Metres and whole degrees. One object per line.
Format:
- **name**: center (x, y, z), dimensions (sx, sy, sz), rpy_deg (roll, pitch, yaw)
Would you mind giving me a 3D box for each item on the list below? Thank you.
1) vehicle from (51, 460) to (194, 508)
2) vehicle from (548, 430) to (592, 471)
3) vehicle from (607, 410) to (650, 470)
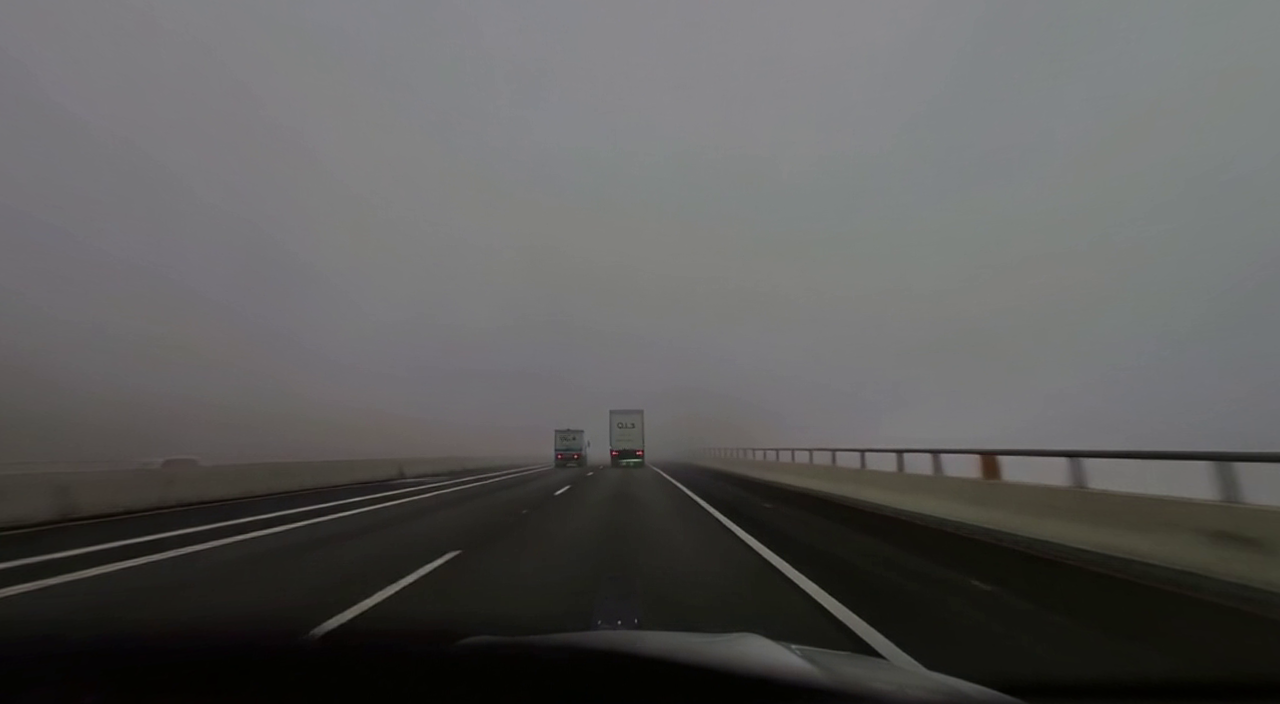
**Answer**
- **vehicle**: center (-17.766, 4.505, 21.851), dimensions (1.756, 1.446, 3.768), rpy_deg (0, -9, -1)
- **vehicle**: center (-4.914, 7.037, 45.023), dimensions (2.529, 2.697, 5.935), rpy_deg (0, -9, -1)
- **vehicle**: center (-0.886, 6.656, 47.018), dimensions (2.923, 4.007, 9.760), rpy_deg (0, -9, -1)
